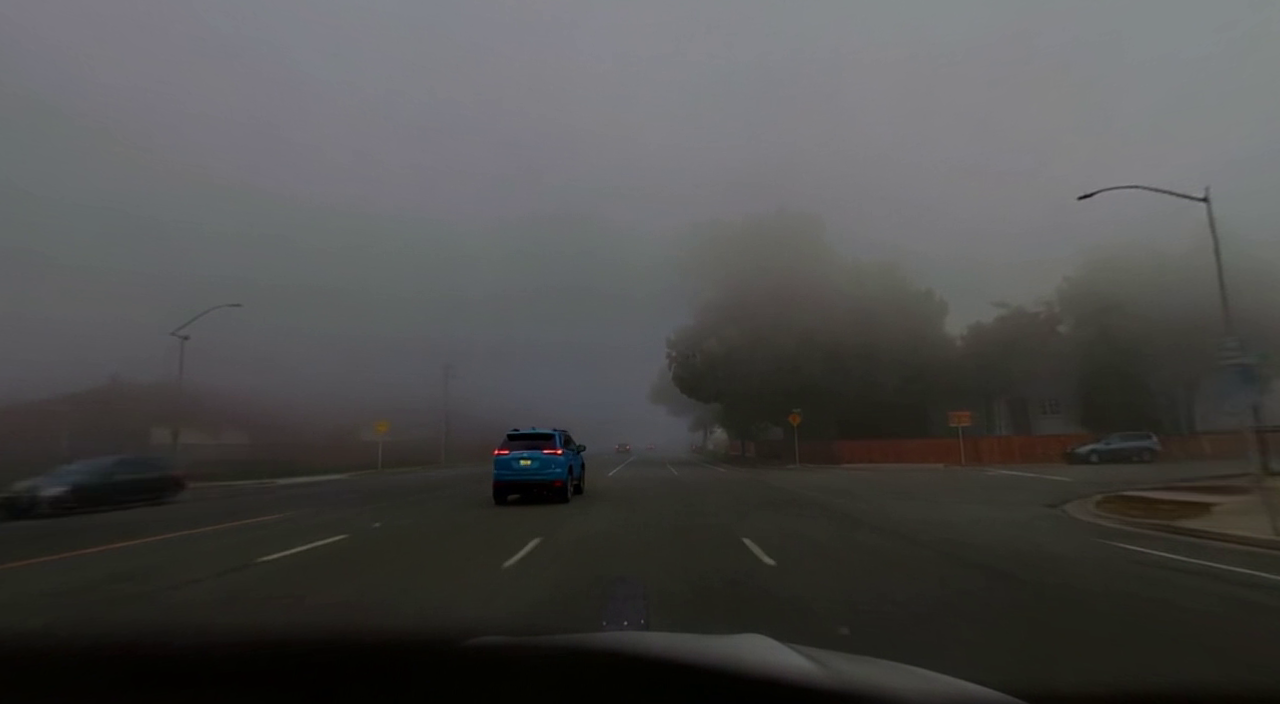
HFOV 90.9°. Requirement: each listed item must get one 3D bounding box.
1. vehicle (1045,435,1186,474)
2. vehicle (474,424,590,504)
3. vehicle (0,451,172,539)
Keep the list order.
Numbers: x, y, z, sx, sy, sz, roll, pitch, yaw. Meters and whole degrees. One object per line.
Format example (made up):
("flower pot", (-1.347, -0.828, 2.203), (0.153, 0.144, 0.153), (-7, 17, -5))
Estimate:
("vehicle", (22.720, 4.923, 30.290), (4.802, 1.760, 2.374), (0, -8, 1))
("vehicle", (-2.716, 2.963, 17.160), (2.179, 1.851, 4.756), (0, -8, 2))
("vehicle", (-12.239, 2.834, 13.035), (1.837, 1.504, 4.204), (0, -8, 1))
